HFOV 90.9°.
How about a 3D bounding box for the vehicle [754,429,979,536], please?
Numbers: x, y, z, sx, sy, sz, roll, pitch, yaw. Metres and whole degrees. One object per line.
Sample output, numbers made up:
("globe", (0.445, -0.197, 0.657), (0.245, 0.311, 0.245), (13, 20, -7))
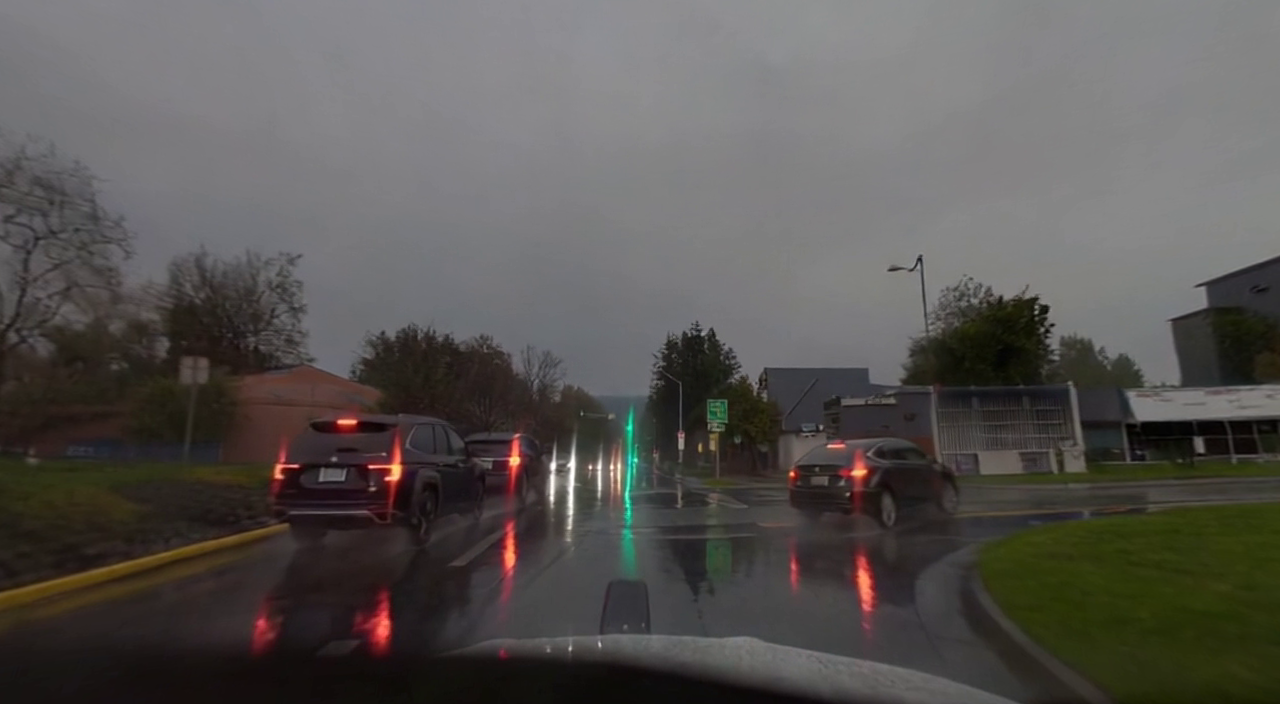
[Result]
("vehicle", (4.025, 2.135, 10.957), (3.922, 1.478, 2.020), (7, -11, -42))

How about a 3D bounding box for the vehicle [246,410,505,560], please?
("vehicle", (-3.629, 1.909, 9.808), (2.017, 1.761, 4.572), (0, -8, 0))

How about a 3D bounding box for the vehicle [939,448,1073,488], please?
("vehicle", (14.654, 4.701, 25.516), (4.422, 1.457, 1.882), (-6, -11, 27))

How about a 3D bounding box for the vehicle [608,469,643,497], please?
("vehicle", (-0.966, 8.238, 39.899), (2.119, 1.475, 3.997), (0, -8, -3))

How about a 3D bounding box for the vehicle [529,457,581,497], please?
("vehicle", (-3.622, 5.392, 27.537), (1.806, 1.532, 3.680), (0, -8, -1))
